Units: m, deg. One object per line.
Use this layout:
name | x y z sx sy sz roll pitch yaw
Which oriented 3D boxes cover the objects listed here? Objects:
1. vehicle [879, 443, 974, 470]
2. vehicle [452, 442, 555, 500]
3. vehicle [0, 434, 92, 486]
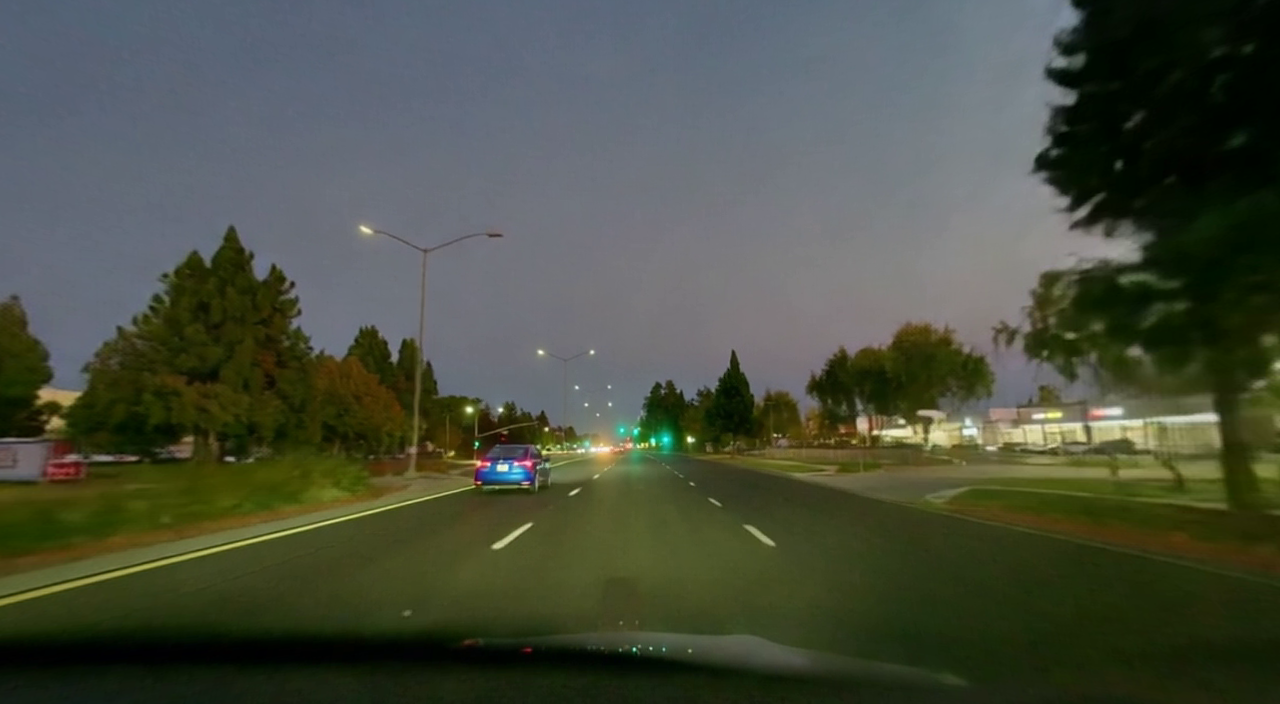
vehicle | 16.137 5.896 35.700 4.341 1.412 2.035 0 -9 -2
vehicle | -3.751 3.351 18.261 2.003 1.454 4.484 0 -9 0
vehicle | -34.131 5.791 33.946 6.915 2.687 2.367 0 -9 -1
